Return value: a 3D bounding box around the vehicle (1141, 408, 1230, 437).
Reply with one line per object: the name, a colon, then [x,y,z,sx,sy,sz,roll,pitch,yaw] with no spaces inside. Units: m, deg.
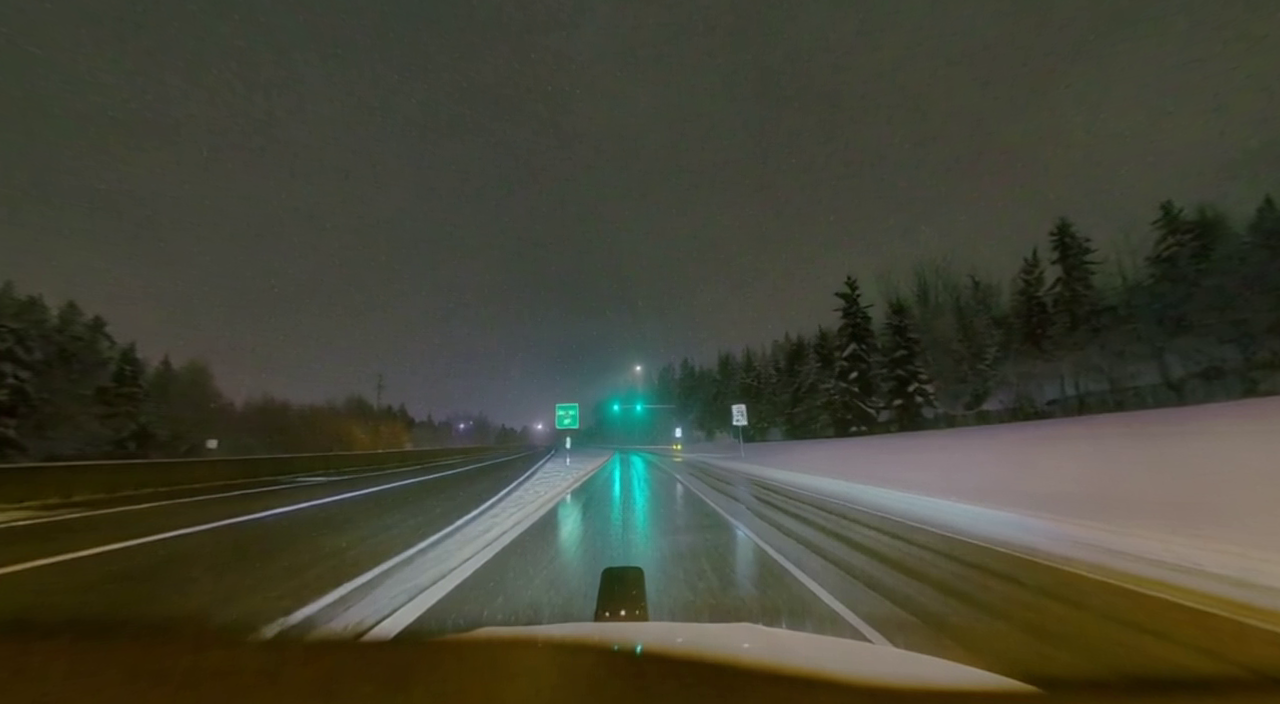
vehicle: [31.984,4.212,37.134,1.853,1.521,4.259,-1,-9,8]
